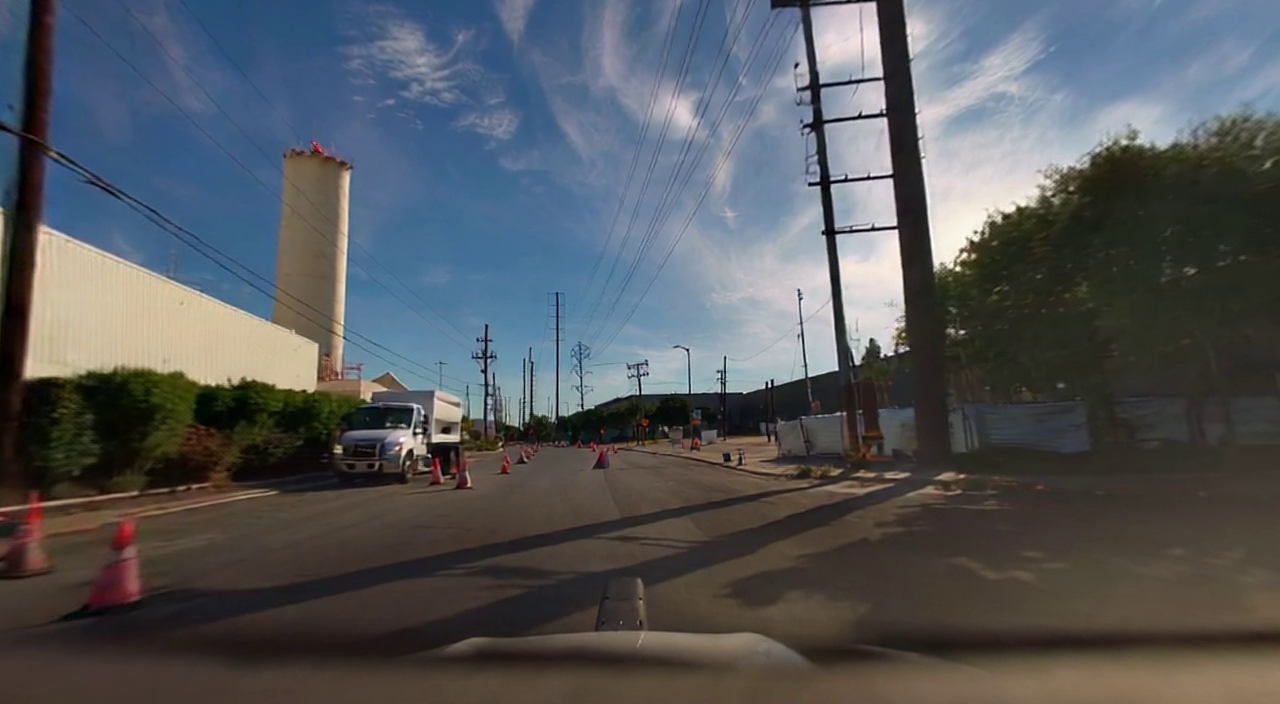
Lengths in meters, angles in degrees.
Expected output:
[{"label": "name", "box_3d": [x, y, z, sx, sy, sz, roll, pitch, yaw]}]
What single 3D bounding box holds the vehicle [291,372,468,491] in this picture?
[{"label": "vehicle", "box_3d": [-8.229, 2.702, 21.373, 2.991, 3.173, 7.929, -1, -8, -3]}]
